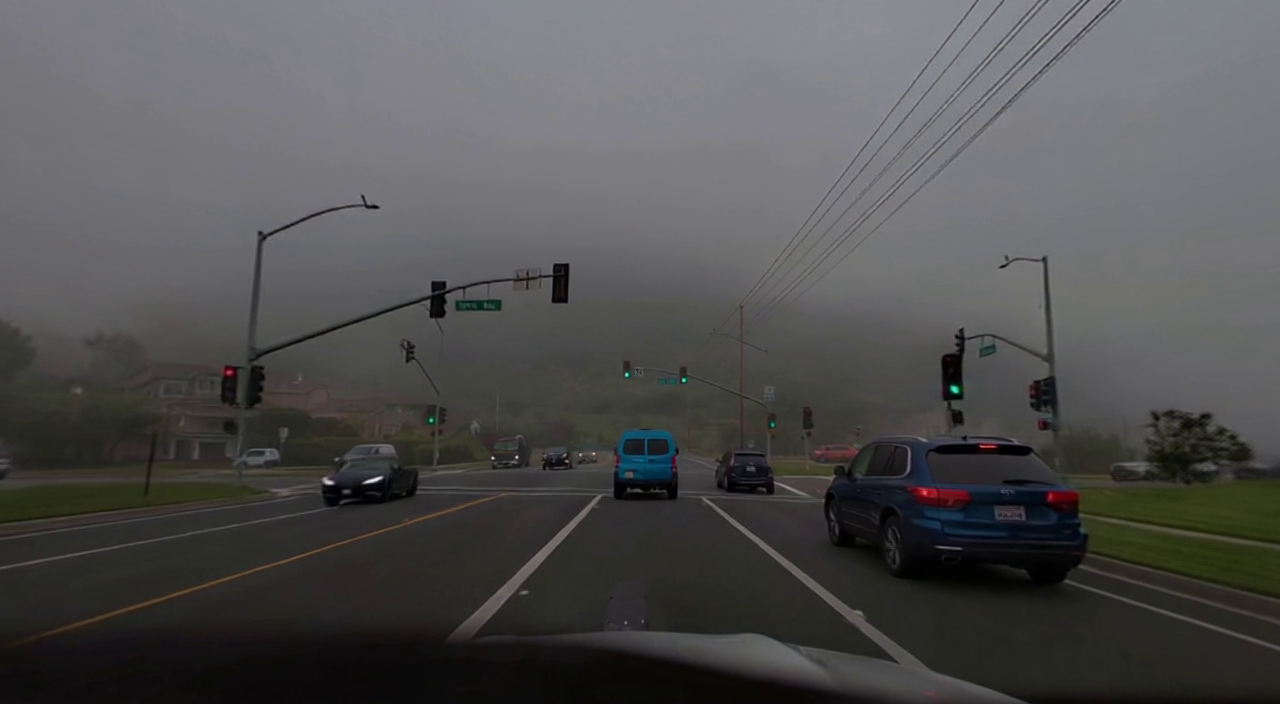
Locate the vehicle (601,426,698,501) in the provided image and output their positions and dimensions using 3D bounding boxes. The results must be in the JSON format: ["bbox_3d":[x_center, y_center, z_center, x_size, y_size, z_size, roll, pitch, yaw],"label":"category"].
[{"bbox_3d":[0.281,3.419,19.802,2.636,2.011,5.130,0,-8,1],"label":"vehicle"}]

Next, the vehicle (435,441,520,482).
[{"bbox_3d":[-7.985,5.281,30.737,1.999,1.864,4.530,8,-11,-42],"label":"vehicle"}]

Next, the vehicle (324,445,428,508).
[{"bbox_3d":[-7.477,3.495,18.328,2.005,1.533,4.644,2,-9,-13],"label":"vehicle"}]

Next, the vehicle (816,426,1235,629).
[{"bbox_3d":[3.879,1.814,7.680,2.155,1.658,4.721,0,-8,1],"label":"vehicle"}]

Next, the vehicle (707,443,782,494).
[{"bbox_3d":[3.685,4.175,22.968,1.957,1.646,4.355,0,-8,0],"label":"vehicle"}]

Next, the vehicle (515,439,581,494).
[{"bbox_3d":[-3.317,4.008,22.485,2.059,1.749,4.458,1,-9,-10],"label":"vehicle"}]
